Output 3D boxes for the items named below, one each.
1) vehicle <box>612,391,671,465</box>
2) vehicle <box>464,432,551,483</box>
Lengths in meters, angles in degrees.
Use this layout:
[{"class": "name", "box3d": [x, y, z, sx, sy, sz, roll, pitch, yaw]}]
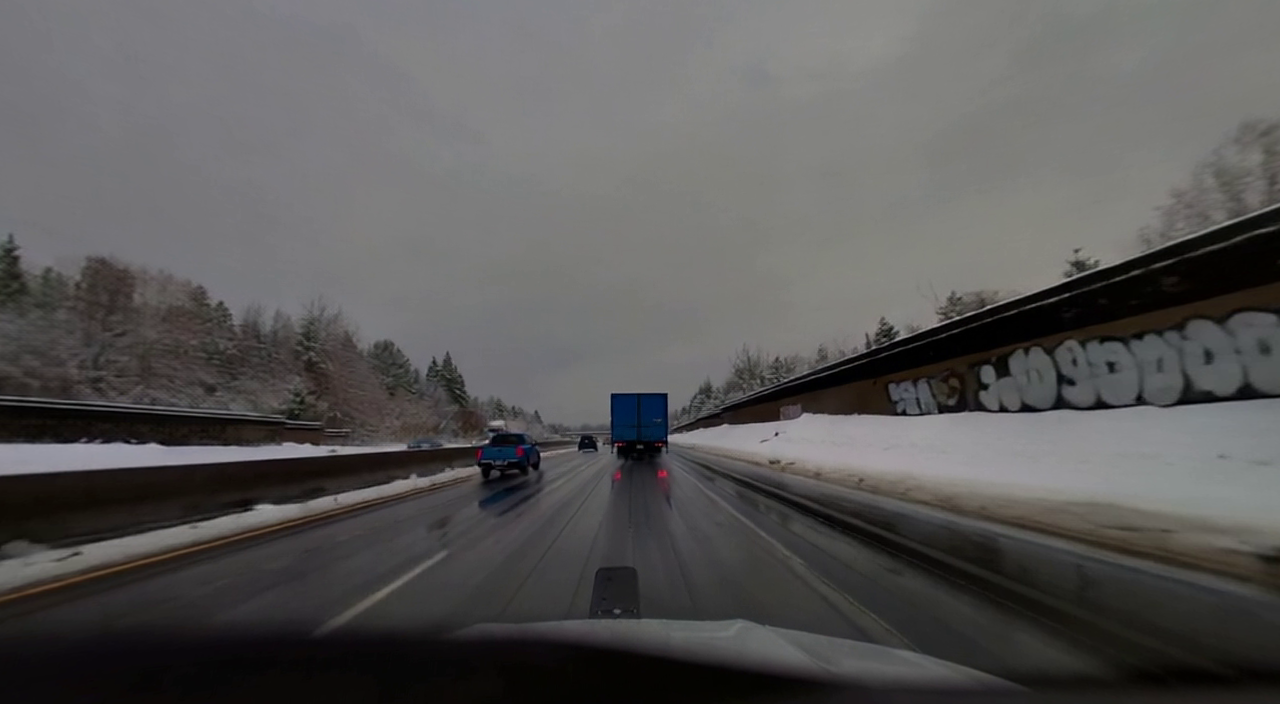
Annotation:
[{"class": "vehicle", "box3d": [0.005, 4.421, 36.003, 2.927, 3.649, 9.443, 0, -8, -1]}, {"class": "vehicle", "box3d": [-4.343, 3.513, 21.414, 1.948, 1.526, 4.525, 0, -8, 0]}]
